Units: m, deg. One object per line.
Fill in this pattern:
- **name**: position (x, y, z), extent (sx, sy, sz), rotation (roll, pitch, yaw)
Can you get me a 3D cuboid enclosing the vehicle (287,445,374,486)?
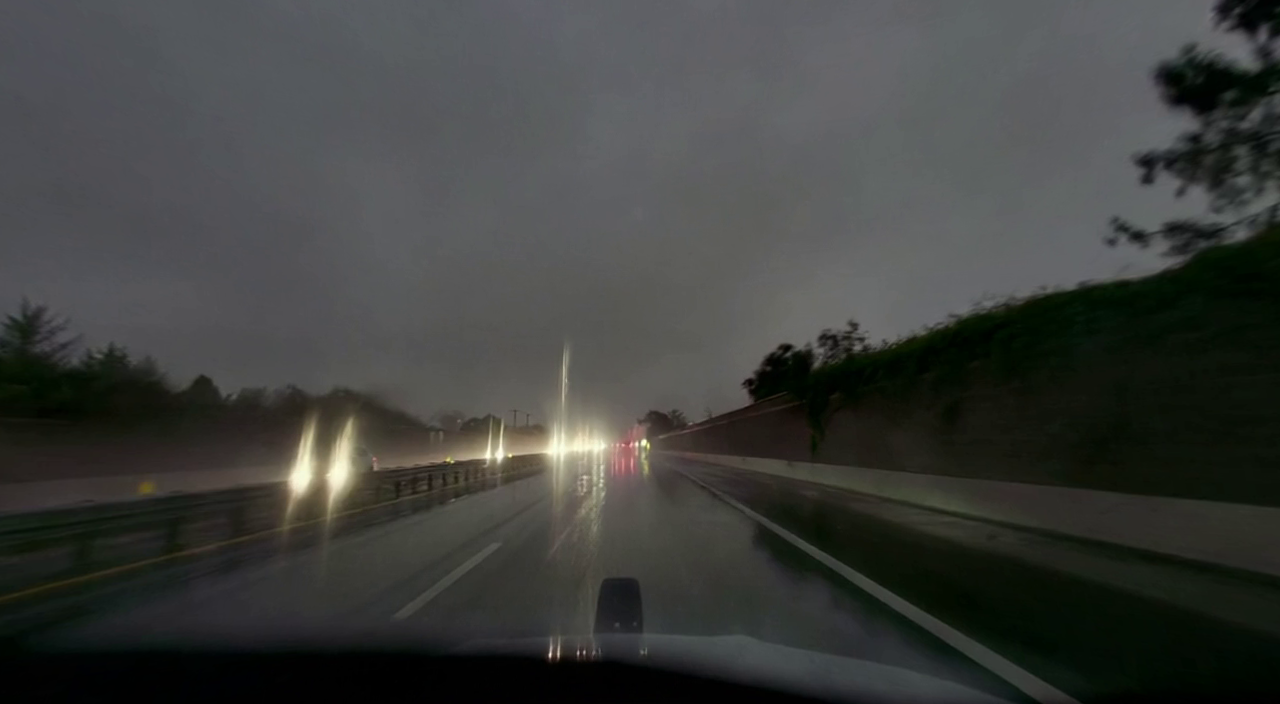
- **vehicle**: position (-13.021, 4.753, 26.664), extent (1.883, 1.569, 4.047), rotation (0, -9, -4)
